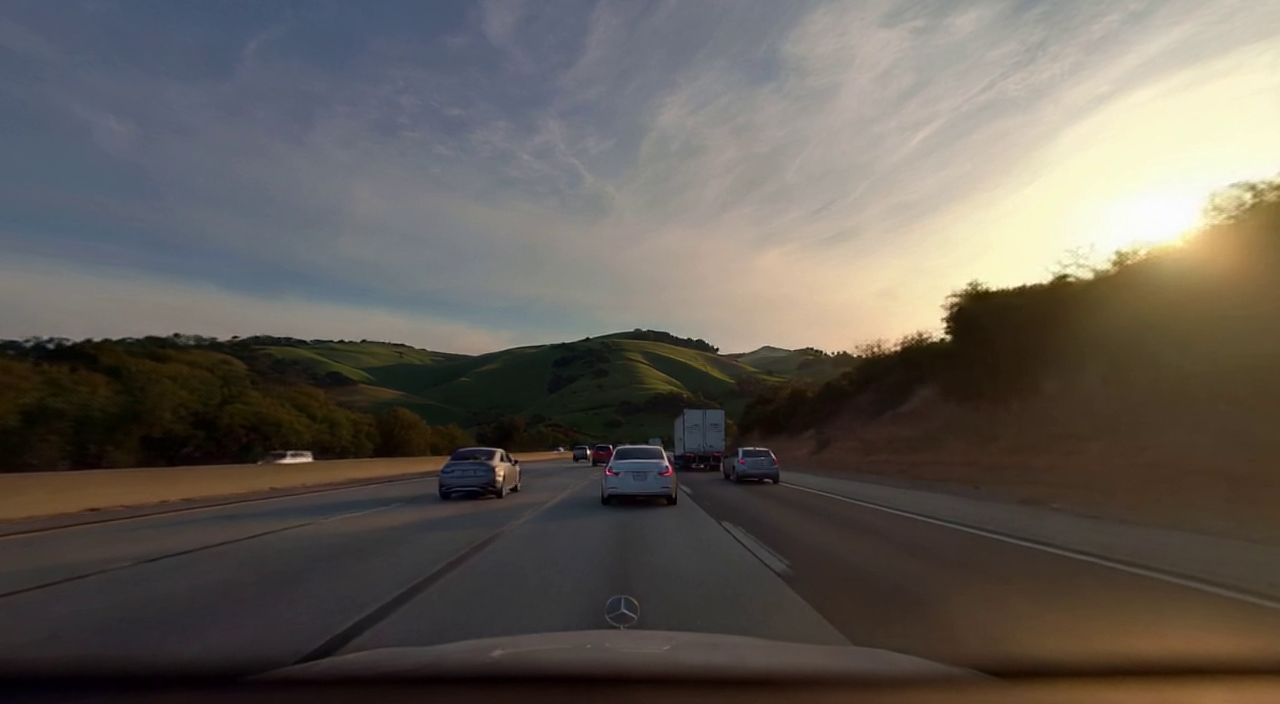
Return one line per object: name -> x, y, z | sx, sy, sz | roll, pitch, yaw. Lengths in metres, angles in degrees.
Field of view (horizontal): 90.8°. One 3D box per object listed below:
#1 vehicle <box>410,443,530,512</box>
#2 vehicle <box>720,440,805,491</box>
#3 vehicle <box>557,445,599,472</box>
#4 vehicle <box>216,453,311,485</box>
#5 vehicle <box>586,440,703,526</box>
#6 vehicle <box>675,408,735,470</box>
vehicle -> -4.092, 3.075, 15.870 | 1.848, 1.486, 3.832 | 0, -9, 1
vehicle -> 4.148, 3.934, 22.142 | 2.029, 1.579, 4.484 | 0, -9, -1
vehicle -> -4.036, 7.012, 41.801 | 2.211, 1.669, 4.224 | 0, -9, 1
vehicle -> -18.905, 5.869, 31.980 | 1.871, 1.464, 4.572 | -1, -9, 2
vehicle -> 0.086, 2.591, 12.932 | 2.041, 1.484, 3.535 | 0, -9, 0
vehicle -> 4.701, 6.967, 49.441 | 3.194, 4.038, 16.301 | 0, -9, 1
